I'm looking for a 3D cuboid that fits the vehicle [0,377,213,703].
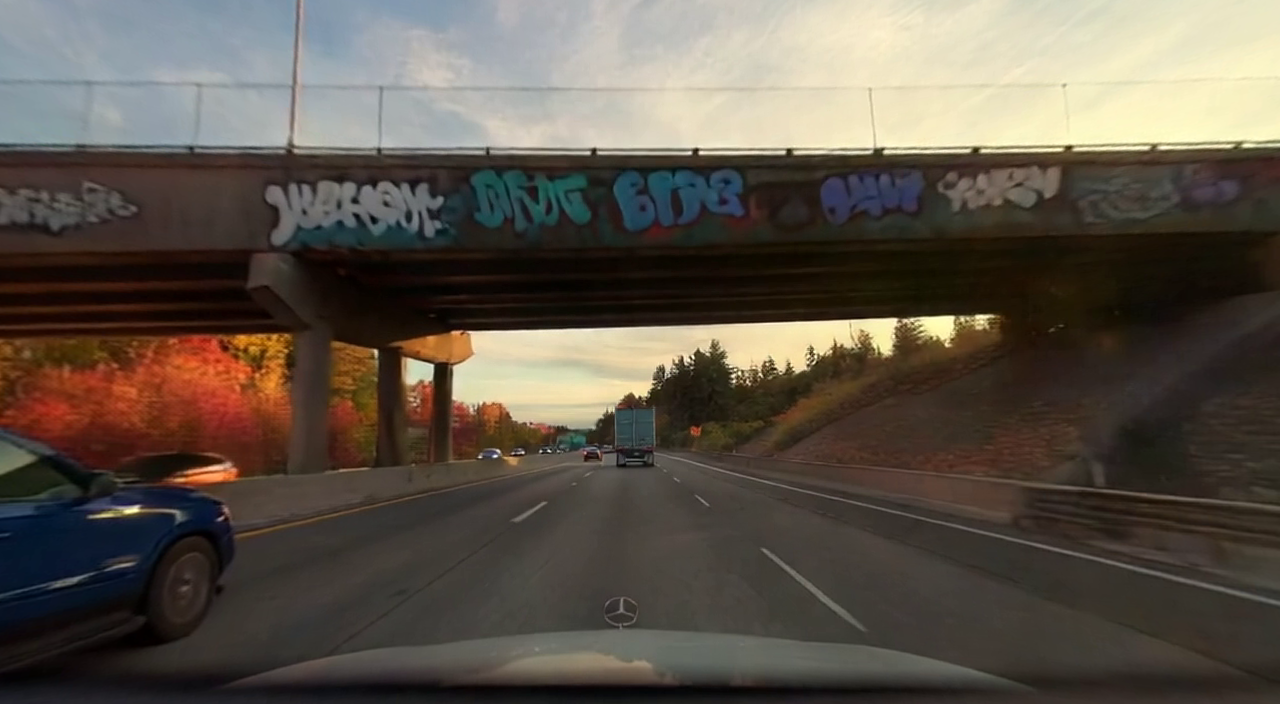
[{"bbox_3d":[-3.893,0.785,1.968,1.979,1.587,4.365,0,-9,0],"label":"vehicle"}]
